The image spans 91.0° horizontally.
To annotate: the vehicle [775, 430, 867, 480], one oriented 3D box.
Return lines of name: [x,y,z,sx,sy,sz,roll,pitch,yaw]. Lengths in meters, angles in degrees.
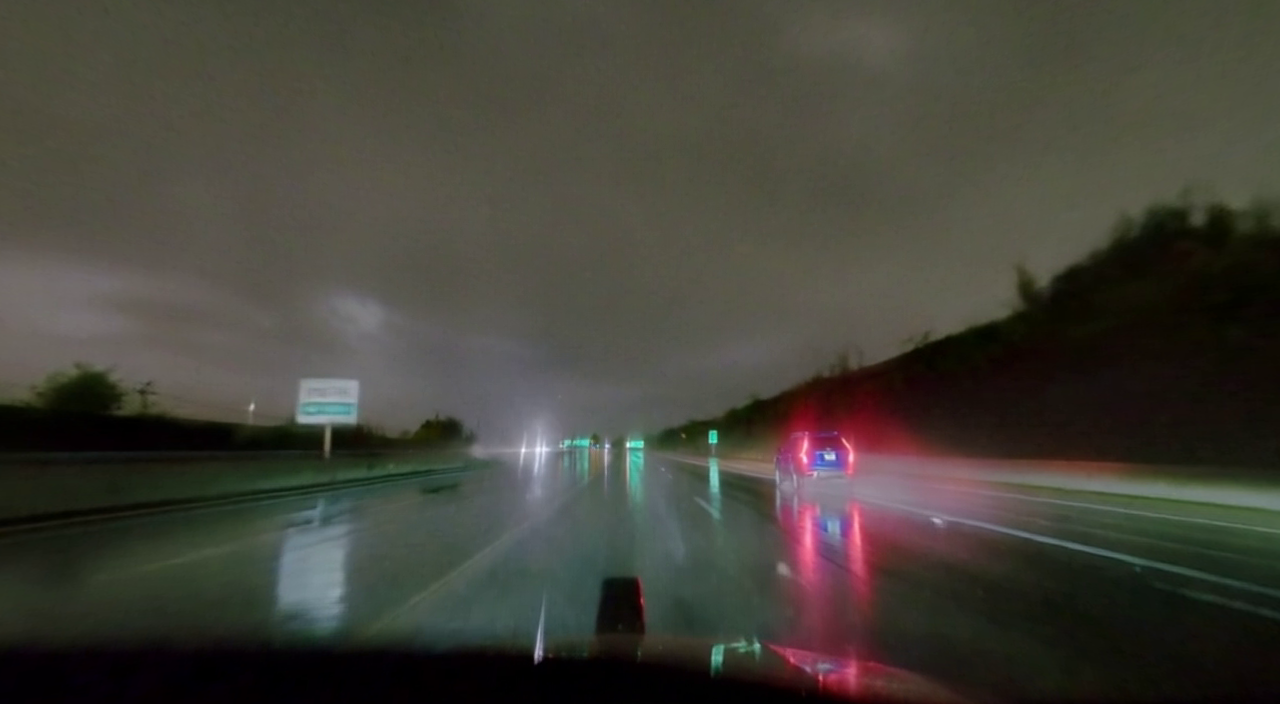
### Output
vehicle: [6.808,3.940,24.236,2.091,1.711,4.383,0,-9,-2]
